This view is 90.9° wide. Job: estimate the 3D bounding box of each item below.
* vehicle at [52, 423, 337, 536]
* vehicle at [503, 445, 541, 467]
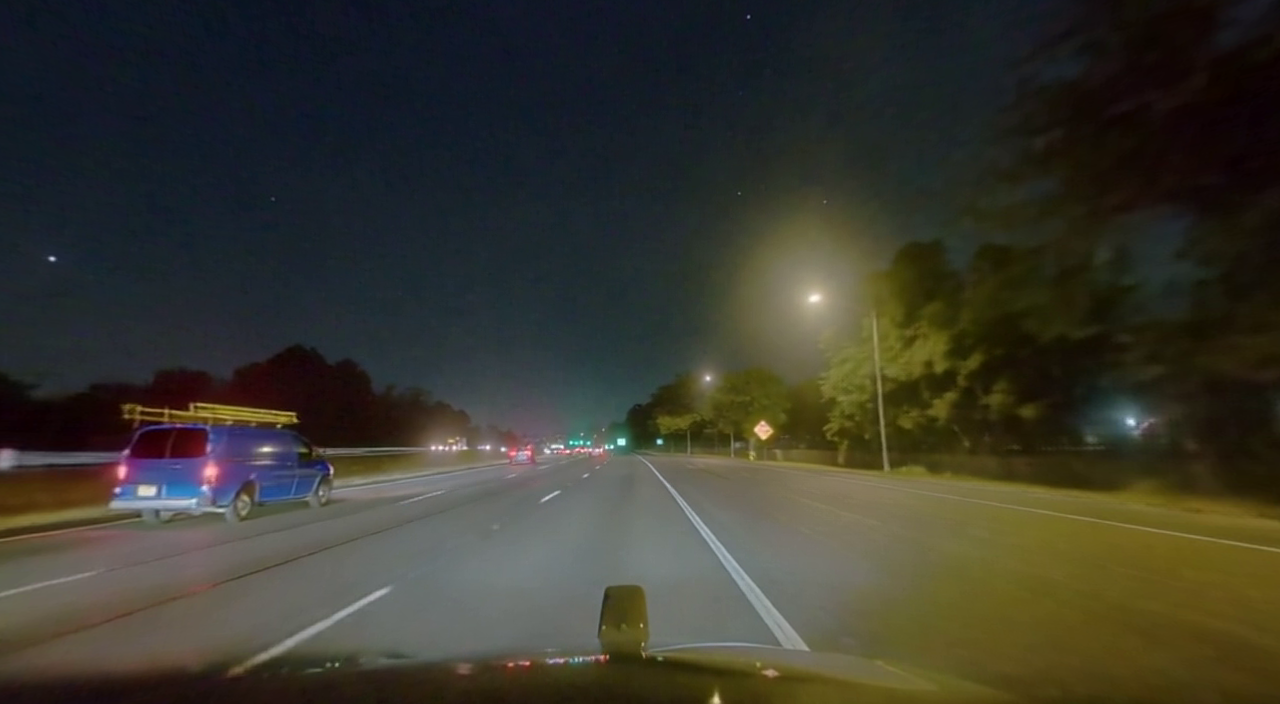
[{"bbox_3d":[-8.183,2.373,12.379,2.093,1.752,4.771,0,-9,0],"label":"vehicle"},{"bbox_3d":[-8.520,7.535,46.013,1.958,1.499,4.437,0,-9,0],"label":"vehicle"}]
